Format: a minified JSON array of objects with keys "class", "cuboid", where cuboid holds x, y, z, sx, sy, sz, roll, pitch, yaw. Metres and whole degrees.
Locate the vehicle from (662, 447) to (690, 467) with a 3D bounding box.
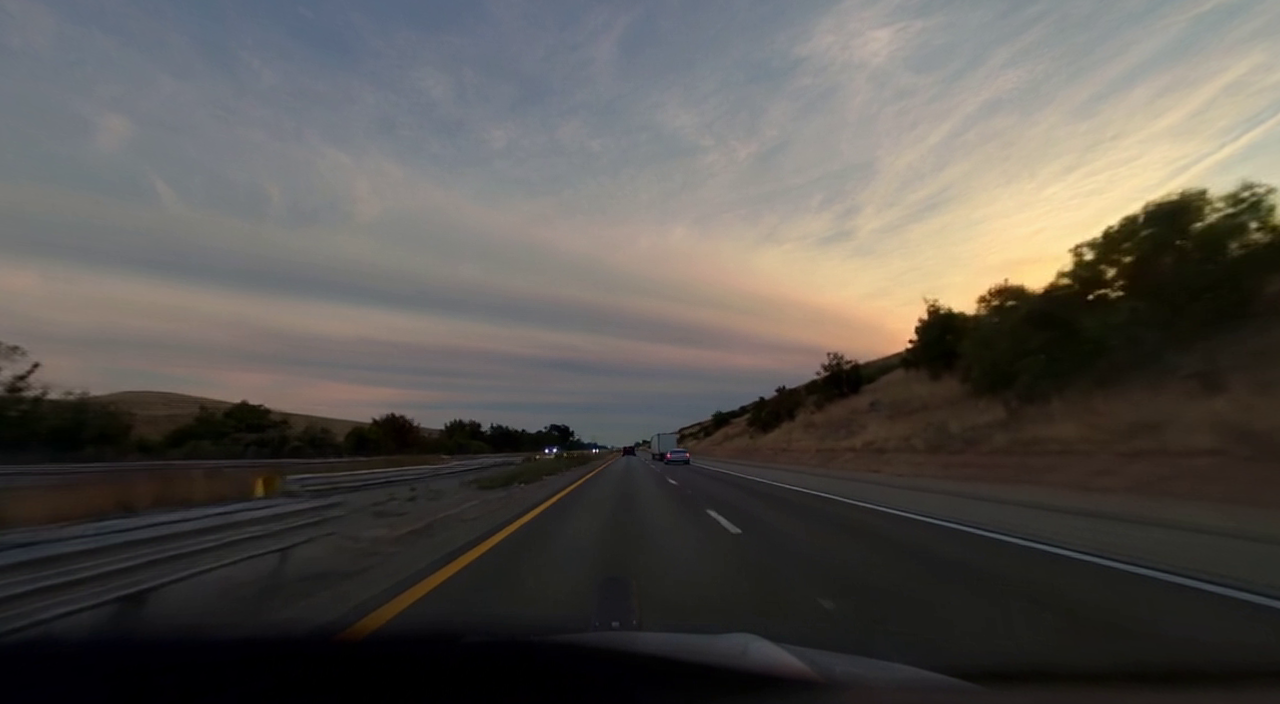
[{"class":"vehicle","cuboid":[2.728,8.131,48.705,1.836,1.459,3.766,0,-9,-2]}]
